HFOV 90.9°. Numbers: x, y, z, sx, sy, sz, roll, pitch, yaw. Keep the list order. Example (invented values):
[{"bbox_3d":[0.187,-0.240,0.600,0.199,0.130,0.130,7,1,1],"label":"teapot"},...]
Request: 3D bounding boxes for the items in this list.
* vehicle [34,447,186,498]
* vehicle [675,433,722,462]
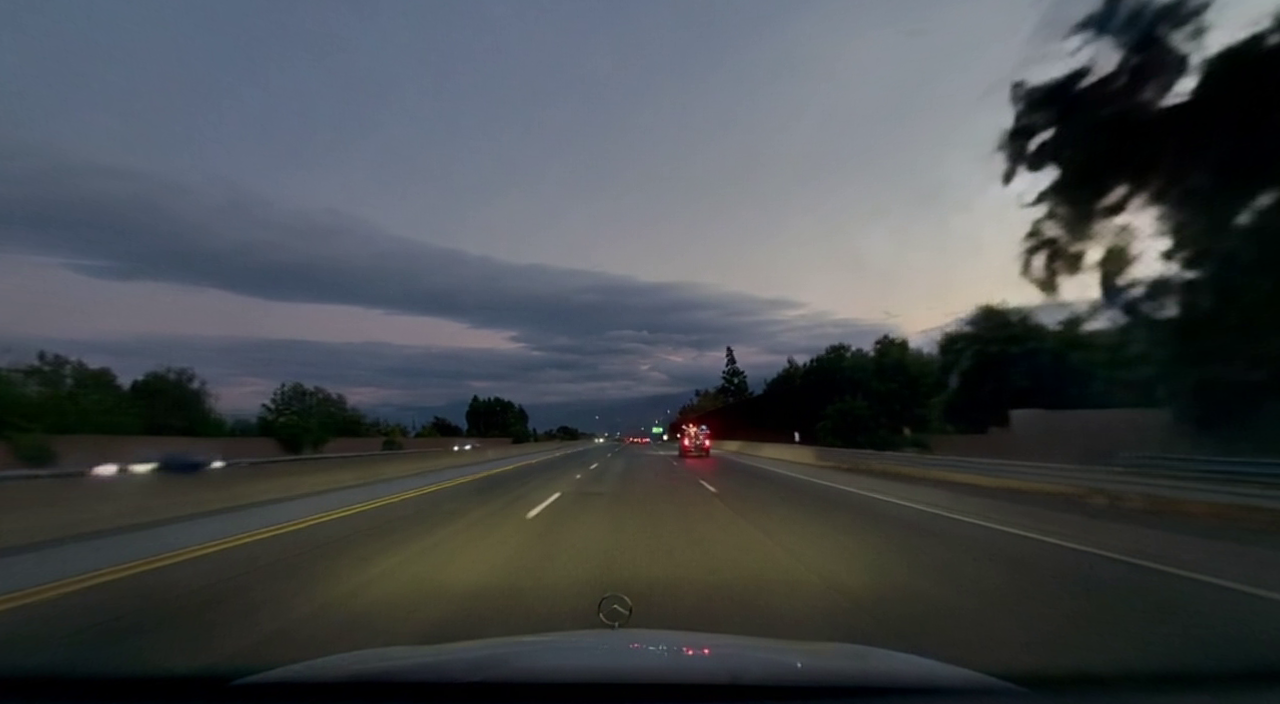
[{"bbox_3d":[-17.420,3.936,20.976,1.745,1.427,3.798,0,-8,0],"label":"vehicle"},{"bbox_3d":[3.011,4.976,33.069,1.911,1.449,3.776,0,-8,-3],"label":"vehicle"}]
